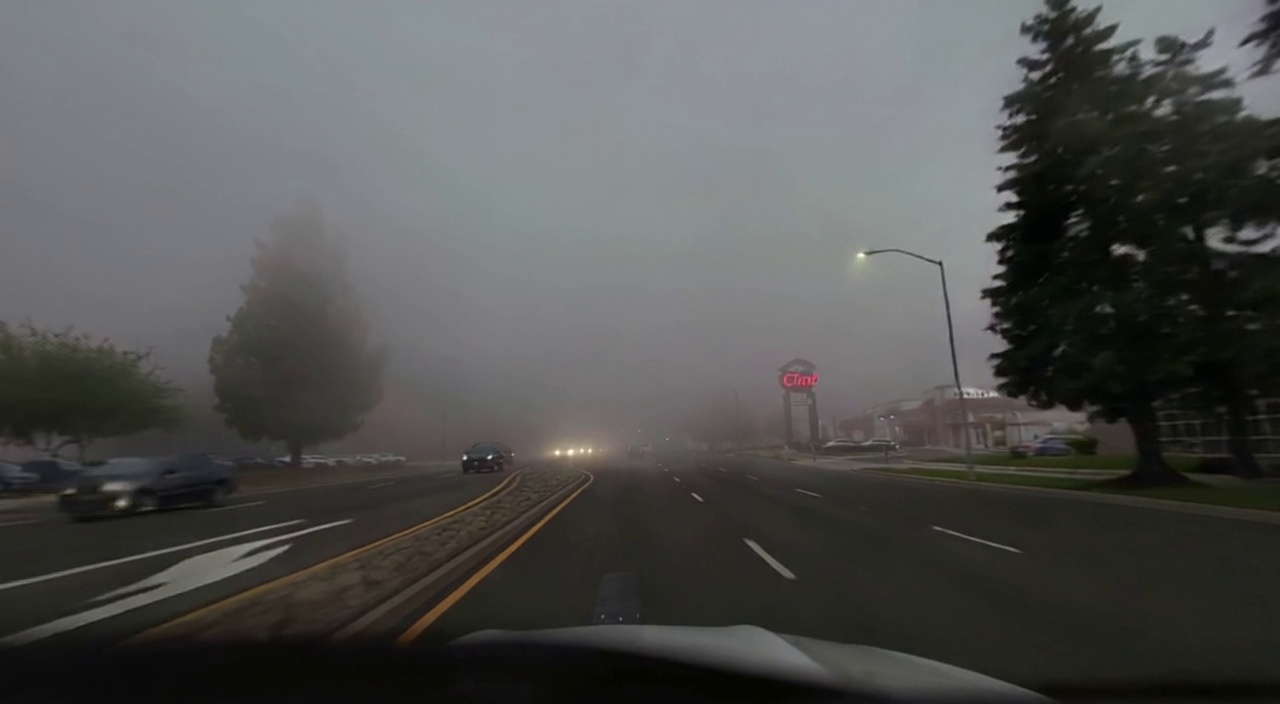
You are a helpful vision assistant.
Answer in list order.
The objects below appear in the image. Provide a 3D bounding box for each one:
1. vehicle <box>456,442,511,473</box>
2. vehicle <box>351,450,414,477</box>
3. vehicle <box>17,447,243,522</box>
[{"bbox_3d":[-8.947,6.070,36.490,2.043,1.651,4.441,0,-9,0],"label":"vehicle"},{"bbox_3d":[-15.220,6.584,37.632,1.844,1.472,4.429,0,-9,0],"label":"vehicle"},{"bbox_3d":[-11.848,3.051,15.171,1.866,1.518,4.240,0,-9,0],"label":"vehicle"}]
